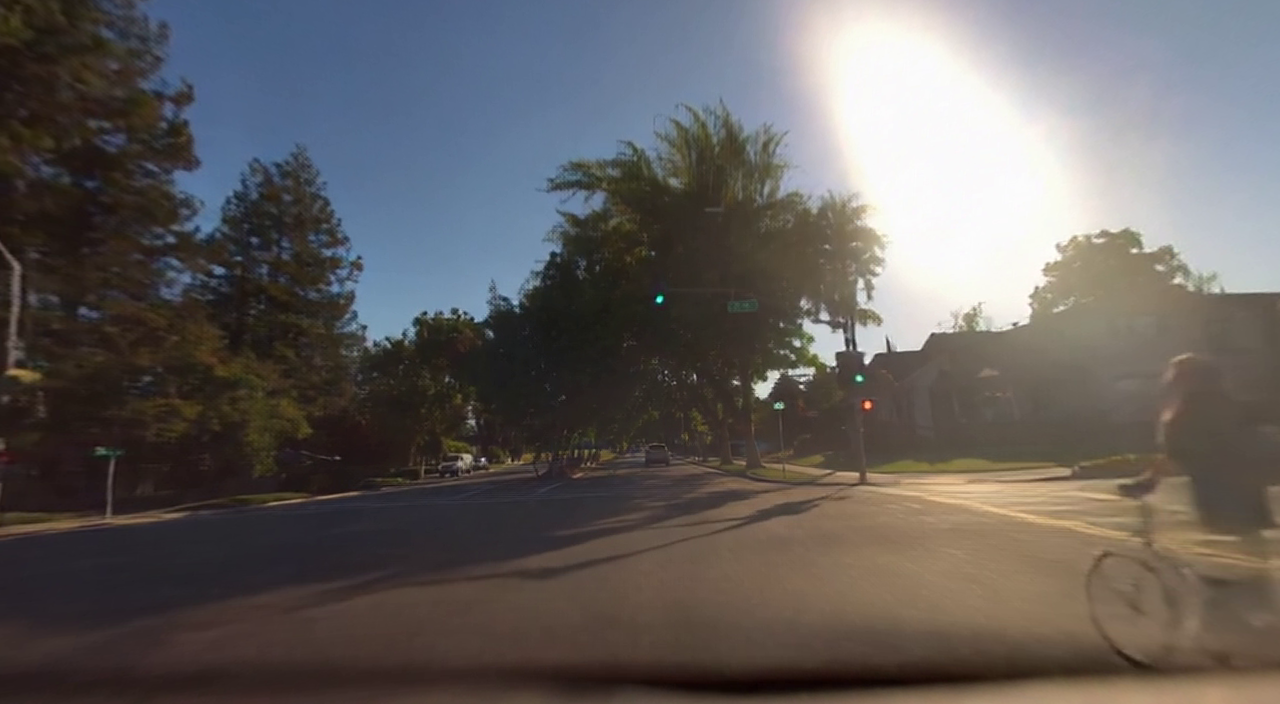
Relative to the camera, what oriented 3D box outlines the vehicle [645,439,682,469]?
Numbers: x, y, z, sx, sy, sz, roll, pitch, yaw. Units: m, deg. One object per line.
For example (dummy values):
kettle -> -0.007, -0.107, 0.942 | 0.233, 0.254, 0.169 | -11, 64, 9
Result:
vehicle -> 1.470, 6.514, 40.689 | 2.215, 1.799, 4.426 | 0, -8, 1
